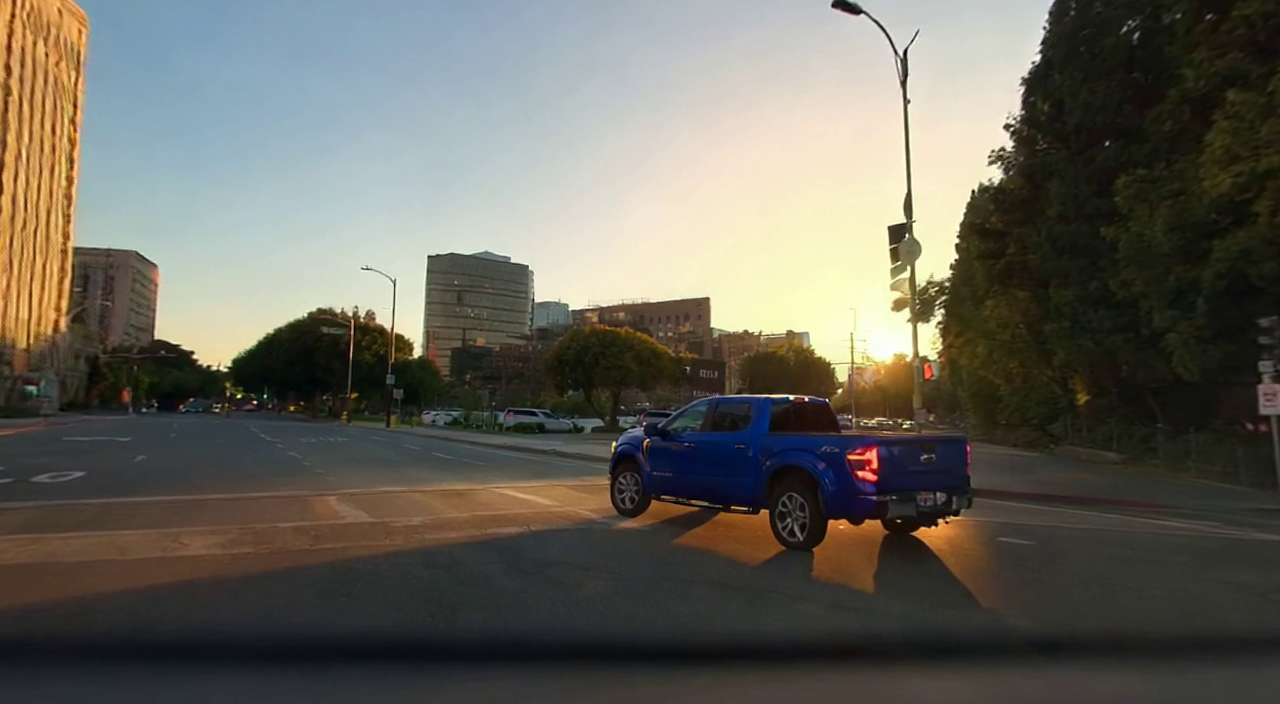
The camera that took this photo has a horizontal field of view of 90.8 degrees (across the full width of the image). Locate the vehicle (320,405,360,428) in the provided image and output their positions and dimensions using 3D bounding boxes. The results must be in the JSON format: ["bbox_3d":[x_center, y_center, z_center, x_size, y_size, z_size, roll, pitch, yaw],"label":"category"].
[{"bbox_3d":[-21.666,4.685,45.535,1.842,1.467,4.633,6,-10,-34],"label":"vehicle"}]

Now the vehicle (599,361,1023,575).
[{"bbox_3d":[1.696,1.483,8.799,2.402,1.922,5.677,5,-10,-28],"label":"vehicle"}]

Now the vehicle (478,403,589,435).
[{"bbox_3d":[-7.783,5.002,46.647,7.551,2.142,2.896,5,-8,-35],"label":"vehicle"}]
